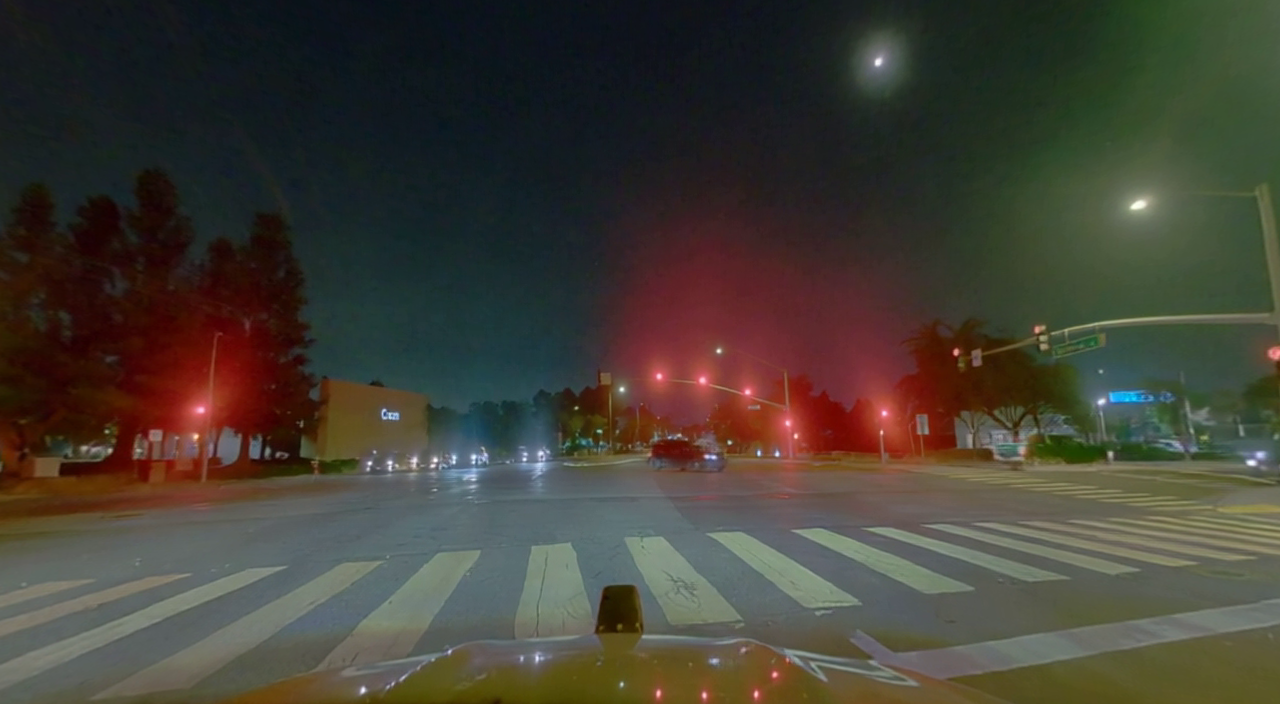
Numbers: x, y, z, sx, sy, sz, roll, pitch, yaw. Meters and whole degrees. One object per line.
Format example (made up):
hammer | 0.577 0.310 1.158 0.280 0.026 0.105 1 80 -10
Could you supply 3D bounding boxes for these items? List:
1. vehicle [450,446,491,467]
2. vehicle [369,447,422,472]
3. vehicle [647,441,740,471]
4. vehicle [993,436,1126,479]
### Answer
vehicle | -12.605 7.766 47.095 1.946 1.474 4.008 0 -9 0
vehicle | -16.257 7.142 42.243 1.883 1.586 4.297 0 -9 0
vehicle | 2.779 5.420 33.019 4.457 1.464 1.879 -5 -10 32
vehicle | 20.365 5.069 30.697 5.667 1.927 2.289 3 -9 -20
